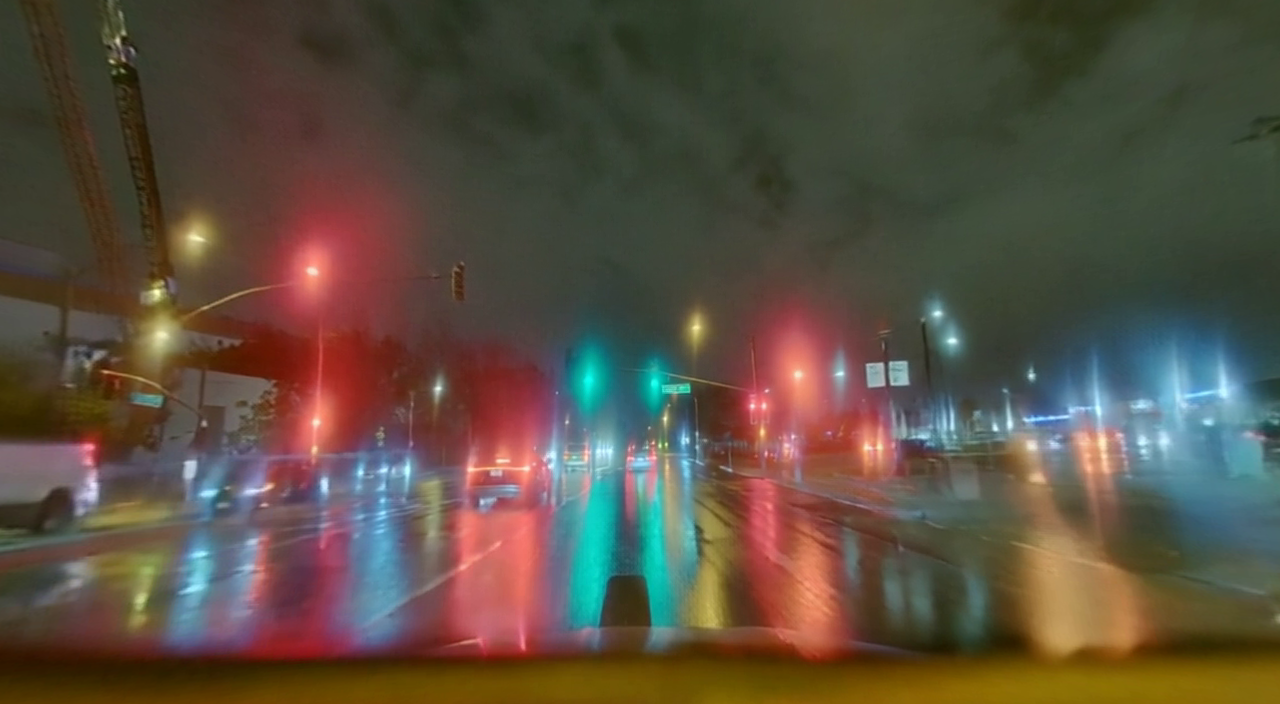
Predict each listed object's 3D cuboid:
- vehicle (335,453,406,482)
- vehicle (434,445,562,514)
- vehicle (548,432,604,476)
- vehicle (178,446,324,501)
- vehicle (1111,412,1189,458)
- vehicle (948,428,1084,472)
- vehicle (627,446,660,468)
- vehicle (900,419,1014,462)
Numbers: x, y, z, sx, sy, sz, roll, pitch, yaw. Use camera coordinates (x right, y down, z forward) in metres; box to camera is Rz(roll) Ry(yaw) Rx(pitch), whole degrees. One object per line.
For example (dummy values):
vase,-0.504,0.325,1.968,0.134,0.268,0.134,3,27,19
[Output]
vehicle,-14.890,6.372,35.067,1.879,1.450,4.279,-1,-9,3
vehicle,-3.233,2.989,15.393,1.959,1.406,4.527,0,-9,2
vehicle,-3.129,5.134,31.999,2.240,2.054,4.662,0,-9,2
vehicle,-11.818,3.668,19.500,1.898,1.498,3.913,0,-9,2
vehicle,23.626,3.883,29.117,2.304,1.936,5.023,-8,-12,42
vehicle,13.399,3.454,22.504,4.061,1.465,1.803,2,-8,-17
vehicle,0.269,7.282,44.011,2.171,1.422,4.146,0,-9,1
vehicle,12.143,3.411,24.219,3.500,1.563,1.871,2,-9,-19
